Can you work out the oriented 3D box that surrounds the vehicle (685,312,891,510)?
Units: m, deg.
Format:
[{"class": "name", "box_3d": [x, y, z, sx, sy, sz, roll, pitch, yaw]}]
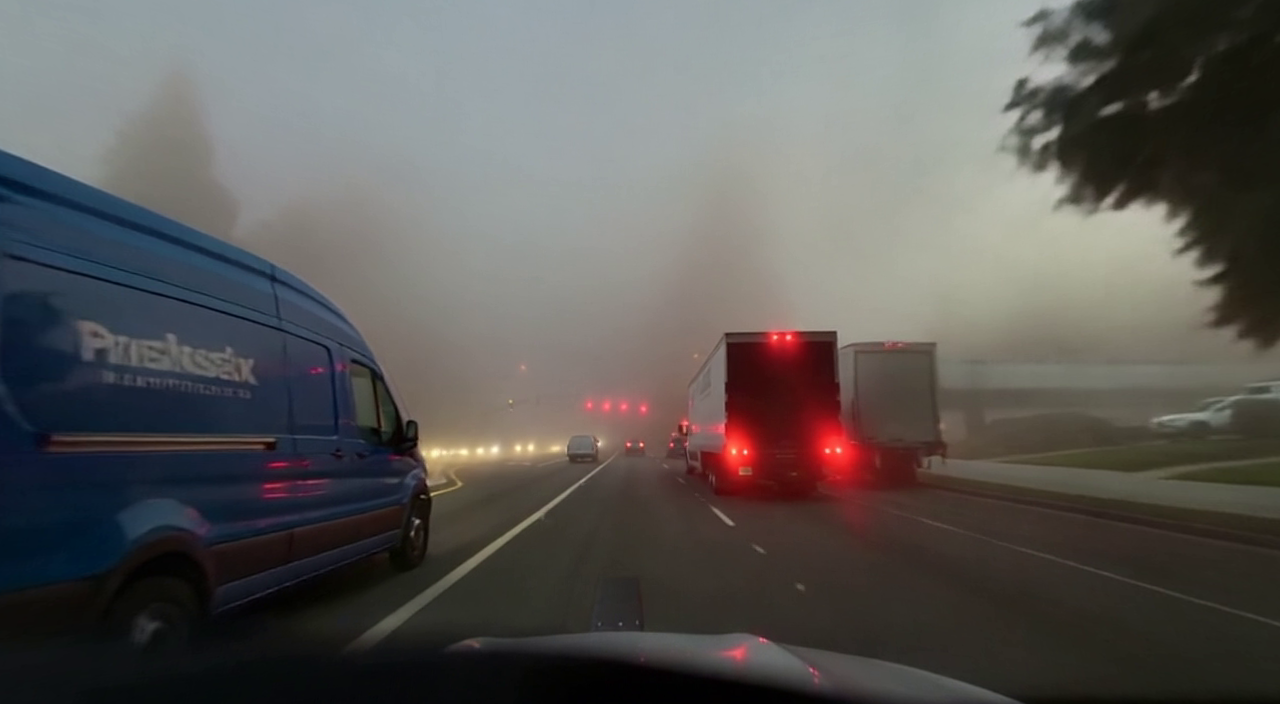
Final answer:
[{"class": "vehicle", "box_3d": [2.960, 1.757, 16.215, 2.861, 3.525, 9.858, 0, -9, 0]}]

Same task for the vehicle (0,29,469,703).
[{"class": "vehicle", "box_3d": [-3.464, 0.622, 4.684, 2.443, 2.784, 6.493, 0, -9, 1]}]

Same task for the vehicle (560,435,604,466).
[{"class": "vehicle", "box_3d": [-3.618, 6.277, 40.321, 2.356, 1.766, 5.674, 0, -9, -1]}]

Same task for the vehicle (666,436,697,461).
[{"class": "vehicle", "box_3d": [2.831, 6.729, 43.894, 1.869, 1.616, 4.346, 0, -9, 0]}]
